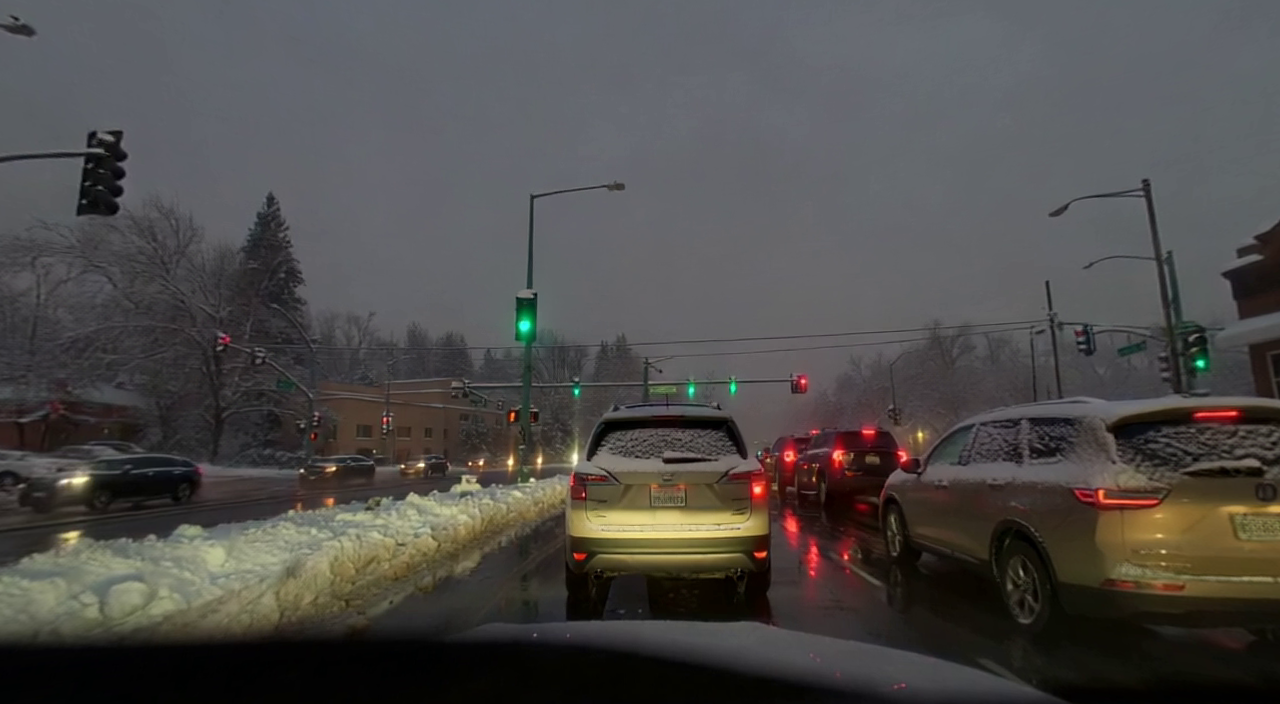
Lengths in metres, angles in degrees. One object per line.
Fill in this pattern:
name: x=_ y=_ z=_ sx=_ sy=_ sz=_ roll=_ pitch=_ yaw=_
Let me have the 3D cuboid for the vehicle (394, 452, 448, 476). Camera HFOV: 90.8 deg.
vehicle: x=-16.843 y=8.597 z=48.810 sx=2.089 sy=1.739 sz=4.744 roll=-1 pitch=-9 yaw=6

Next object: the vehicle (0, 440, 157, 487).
vehicle: x=-24.585 y=4.835 z=27.552 sx=5.062 sy=1.946 sz=2.243 roll=0 pitch=-9 yaw=-1

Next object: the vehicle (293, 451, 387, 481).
vehicle: x=-19.899 y=7.551 z=42.134 sx=2.044 sy=1.849 sz=5.156 roll=-8 pitch=-12 yaw=42

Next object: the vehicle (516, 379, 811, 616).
vehicle: x=0.223 y=1.463 z=7.218 sx=2.292 sy=1.840 sz=4.394 roll=0 pitch=-9 yaw=1

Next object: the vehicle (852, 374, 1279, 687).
vehicle: x=3.592 y=1.290 z=5.661 sx=2.018 sy=1.701 sz=4.288 roll=0 pitch=-9 yaw=2
